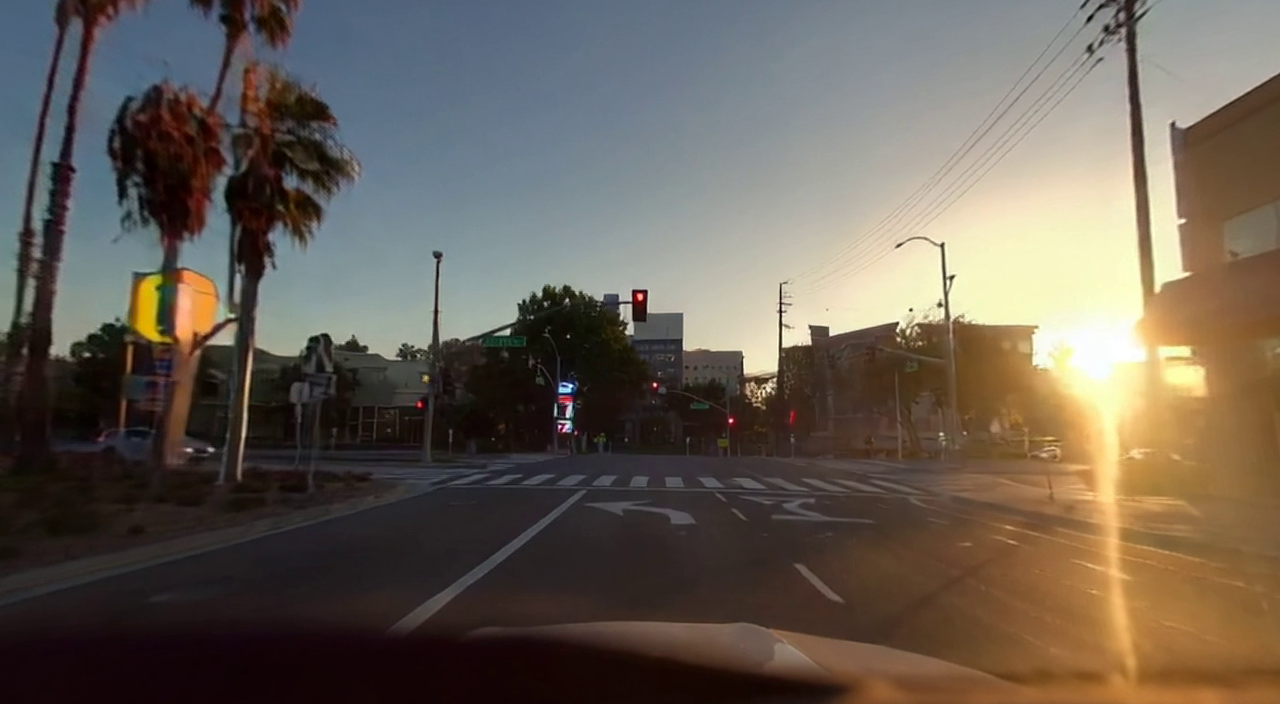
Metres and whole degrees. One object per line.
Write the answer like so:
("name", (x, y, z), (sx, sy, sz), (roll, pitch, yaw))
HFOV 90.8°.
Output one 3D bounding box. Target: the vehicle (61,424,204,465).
("vehicle", (-21.852, 4.011, 27.337), (4.350, 1.624, 2.023), (0, -8, -1))
